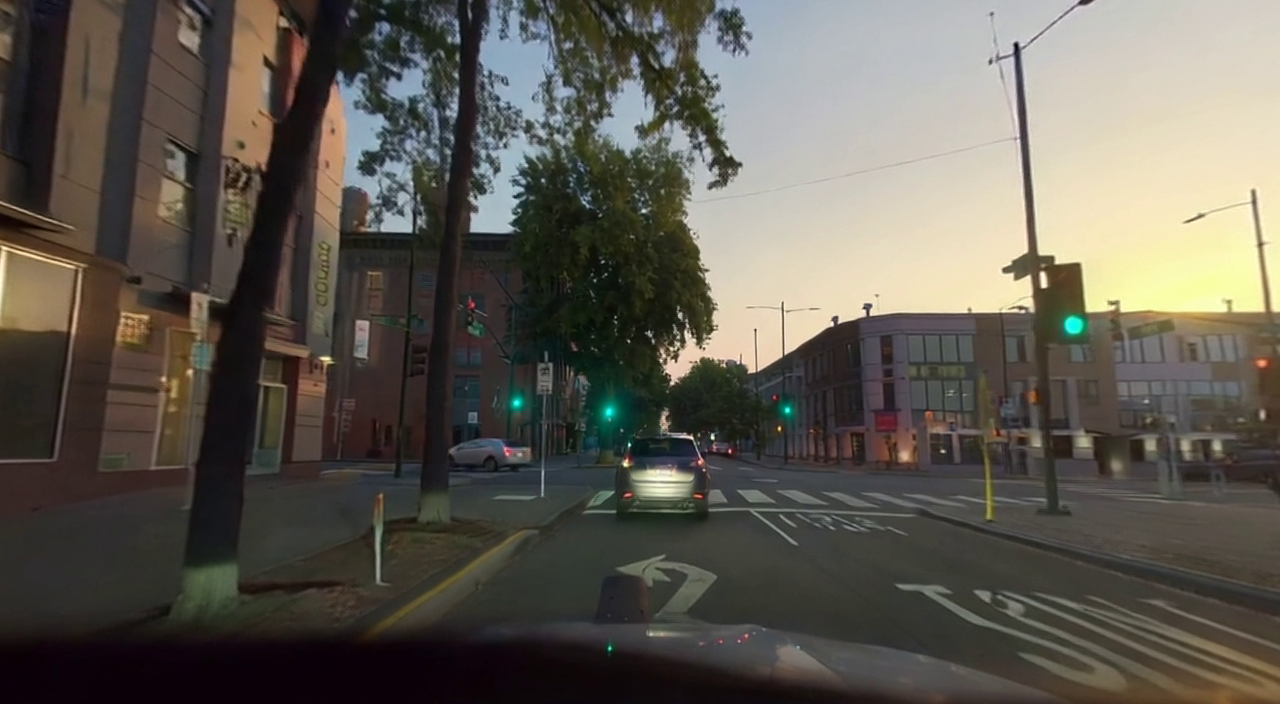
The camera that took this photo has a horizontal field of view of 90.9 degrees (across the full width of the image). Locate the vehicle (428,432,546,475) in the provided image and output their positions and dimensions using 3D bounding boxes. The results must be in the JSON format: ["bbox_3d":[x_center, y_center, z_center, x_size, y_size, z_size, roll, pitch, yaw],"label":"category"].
[{"bbox_3d":[-6.070,4.001,24.978,4.282,1.519,2.077,-5,-10,30],"label":"vehicle"}]

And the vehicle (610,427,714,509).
[{"bbox_3d":[0.528,2.621,14.639,2.079,1.621,3.861,-1,-8,3],"label":"vehicle"}]

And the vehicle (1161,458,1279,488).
[{"bbox_3d":[30.515,6.344,33.127,4.668,1.441,1.904,0,-8,-4],"label":"vehicle"}]
